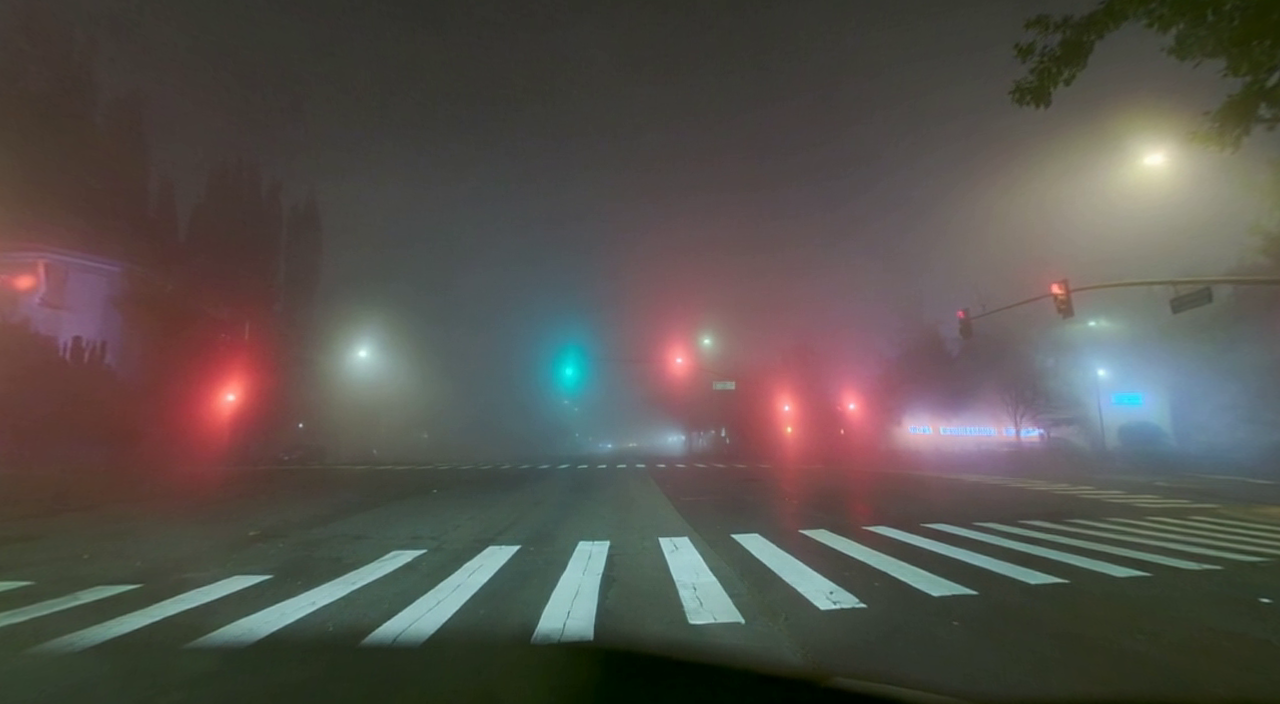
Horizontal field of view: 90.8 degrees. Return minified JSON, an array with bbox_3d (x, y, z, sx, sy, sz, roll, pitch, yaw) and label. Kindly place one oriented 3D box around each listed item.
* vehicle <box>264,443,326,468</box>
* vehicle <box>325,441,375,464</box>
[{"bbox_3d":[-21.846,6.554,40.151,2.005,1.496,4.020,1,-9,-7],"label":"vehicle"},{"bbox_3d":[-22.472,7.792,49.121,2.023,1.706,4.756,1,-9,-6],"label":"vehicle"}]
